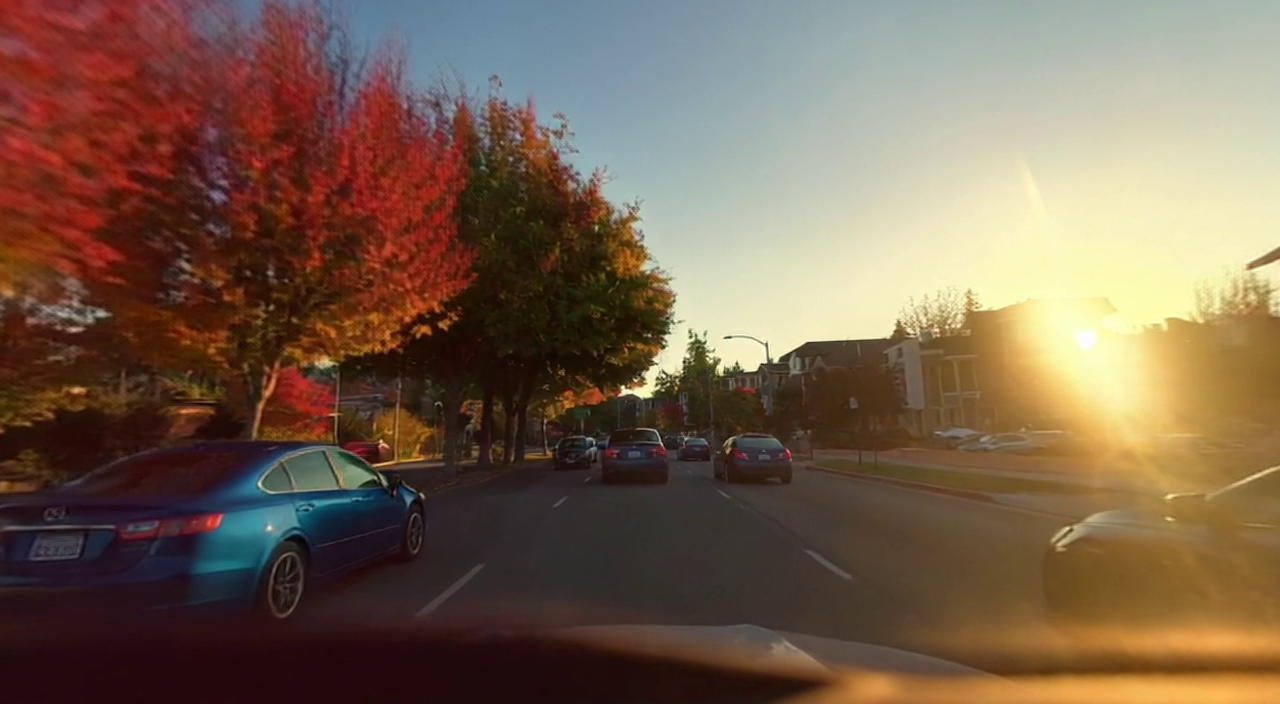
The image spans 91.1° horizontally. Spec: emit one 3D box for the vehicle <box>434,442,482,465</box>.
[{"bbox_3d":[-12.398,6.937,43.068,1.984,1.539,4.280,0,-8,0],"label":"vehicle"}]

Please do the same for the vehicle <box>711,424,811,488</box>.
[{"bbox_3d":[3.462,3.095,18.908,2.019,1.675,4.488,0,-8,-1],"label":"vehicle"}]

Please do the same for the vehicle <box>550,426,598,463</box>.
[{"bbox_3d":[-3.831,5.539,37.513,2.246,2.062,5.123,0,-8,1],"label":"vehicle"}]

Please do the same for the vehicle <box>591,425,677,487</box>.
[{"bbox_3d":[-0.185,3.114,19.109,2.293,1.662,4.262,0,-8,-1],"label":"vehicle"}]

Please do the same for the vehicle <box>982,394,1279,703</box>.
[{"bbox_3d":[3.388,0.858,2.019,2.060,1.474,4.475,0,-8,0],"label":"vehicle"}]

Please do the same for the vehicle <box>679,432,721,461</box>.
[{"bbox_3d":[3.685,5.921,39.208,2.067,1.687,4.163,0,-8,-2],"label":"vehicle"}]

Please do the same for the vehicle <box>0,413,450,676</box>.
[{"bbox_3d":[-3.535,1.432,5.914,1.997,1.479,4.547,0,-8,1],"label":"vehicle"}]
